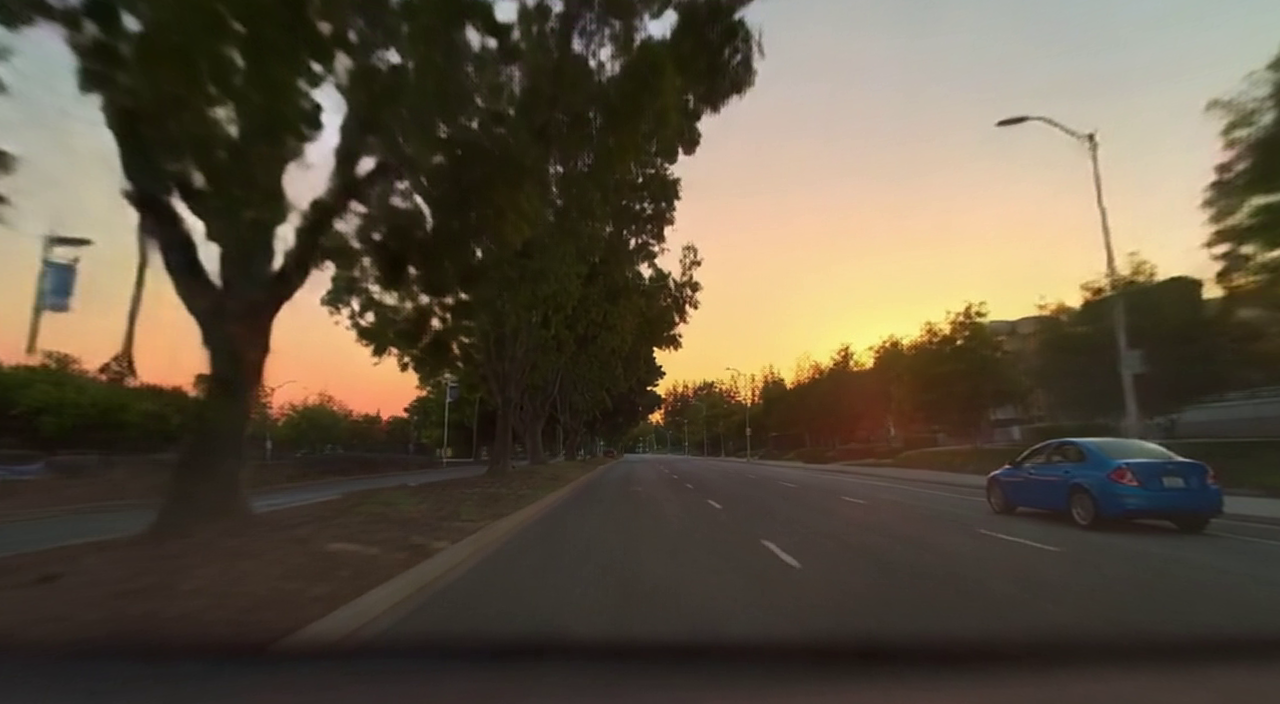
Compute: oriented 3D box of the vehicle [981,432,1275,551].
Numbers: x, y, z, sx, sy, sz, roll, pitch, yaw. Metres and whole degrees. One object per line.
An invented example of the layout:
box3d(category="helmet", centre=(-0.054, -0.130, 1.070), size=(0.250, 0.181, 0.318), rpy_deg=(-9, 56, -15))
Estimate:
box3d(category="vehicle", centre=(7.257, 2.058, 9.928), size=(1.797, 1.518, 3.433), rpy_deg=(0, -8, -1))
